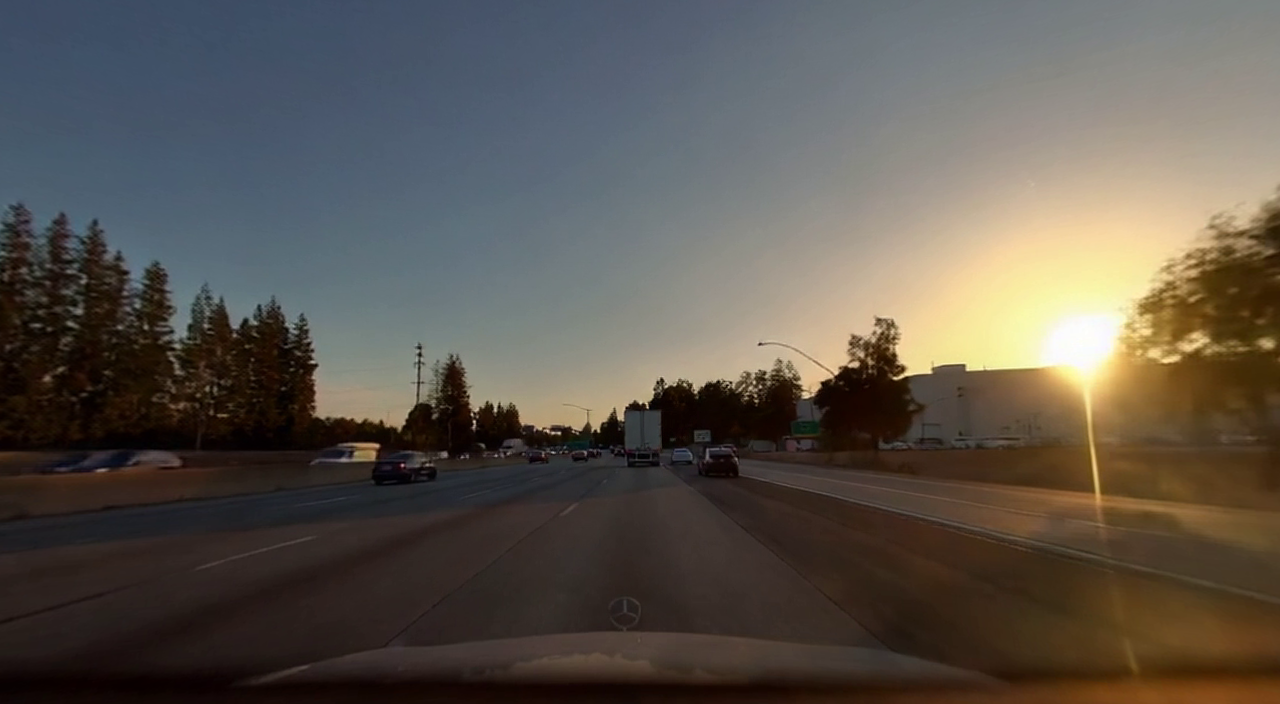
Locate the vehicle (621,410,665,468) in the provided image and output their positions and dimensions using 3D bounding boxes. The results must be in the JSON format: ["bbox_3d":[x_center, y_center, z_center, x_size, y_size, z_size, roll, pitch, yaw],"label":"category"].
[{"bbox_3d":[0.384,6.695,48.141,3.012,3.928,10.262,0,-9,2],"label":"vehicle"}]

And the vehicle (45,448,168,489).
[{"bbox_3d":[-20.532,4.475,24.440,1.603,1.447,3.570,0,-9,0],"label":"vehicle"}]

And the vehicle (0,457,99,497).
[{"bbox_3d":[-24.086,4.945,25.232,1.593,1.431,3.593,0,-9,-1],"label":"vehicle"}]

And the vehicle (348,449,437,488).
[{"bbox_3d":[-10.645,5.013,27.486,2.015,1.521,4.550,0,-9,1],"label":"vehicle"}]

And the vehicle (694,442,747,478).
[{"bbox_3d":[4.070,5.515,32.417,2.107,1.707,4.445,0,-9,0],"label":"vehicle"}]

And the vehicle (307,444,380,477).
[{"bbox_3d":[-17.322,6.354,37.085,2.130,1.783,4.698,0,-9,-2],"label":"vehicle"}]
